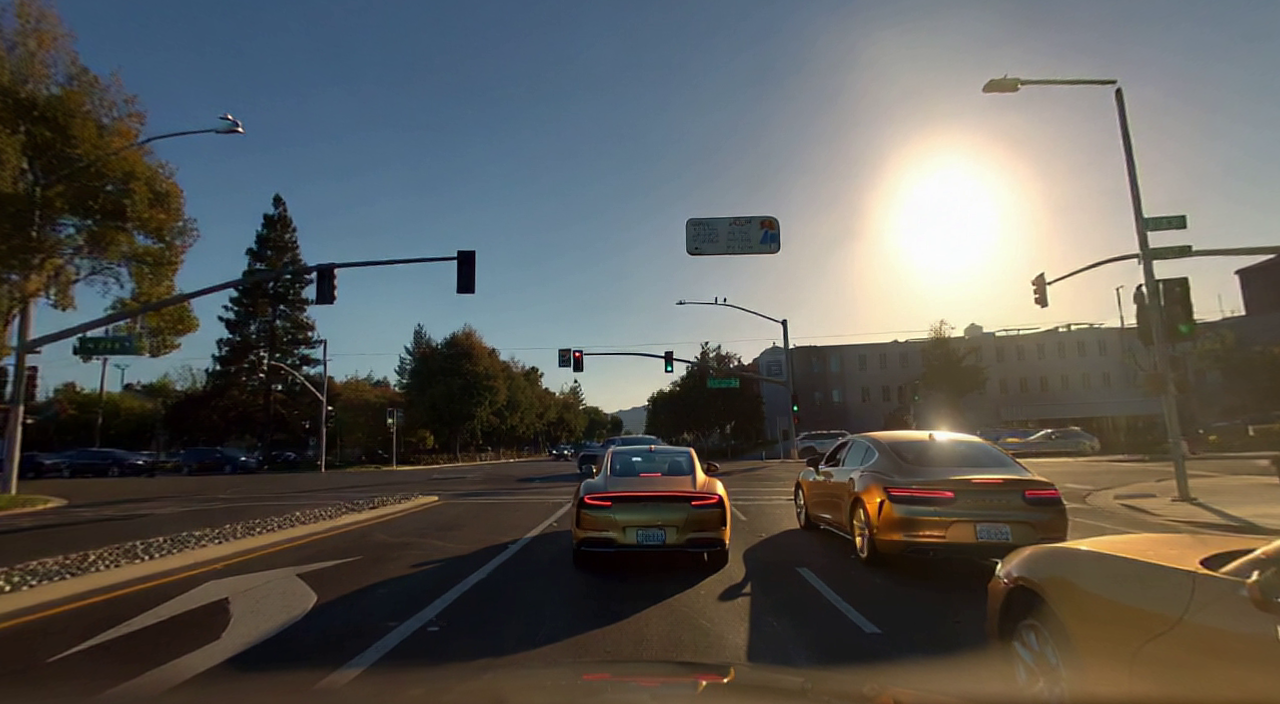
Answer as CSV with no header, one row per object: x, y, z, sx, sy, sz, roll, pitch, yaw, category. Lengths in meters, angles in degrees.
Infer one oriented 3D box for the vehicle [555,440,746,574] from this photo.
0.120,1.872,8.392,1.945,1.343,3.827,0,-8,0,vehicle

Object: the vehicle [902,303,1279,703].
3.096,0.811,2.527,2.143,1.759,4.531,0,-8,0,vehicle

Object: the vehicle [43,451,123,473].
-41.296,8.159,46.790,4.195,1.533,1.752,0,-8,-2,vehicle

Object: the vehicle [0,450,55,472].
-46.166,7.960,46.162,4.545,1.558,1.833,0,-8,-4,vehicle
